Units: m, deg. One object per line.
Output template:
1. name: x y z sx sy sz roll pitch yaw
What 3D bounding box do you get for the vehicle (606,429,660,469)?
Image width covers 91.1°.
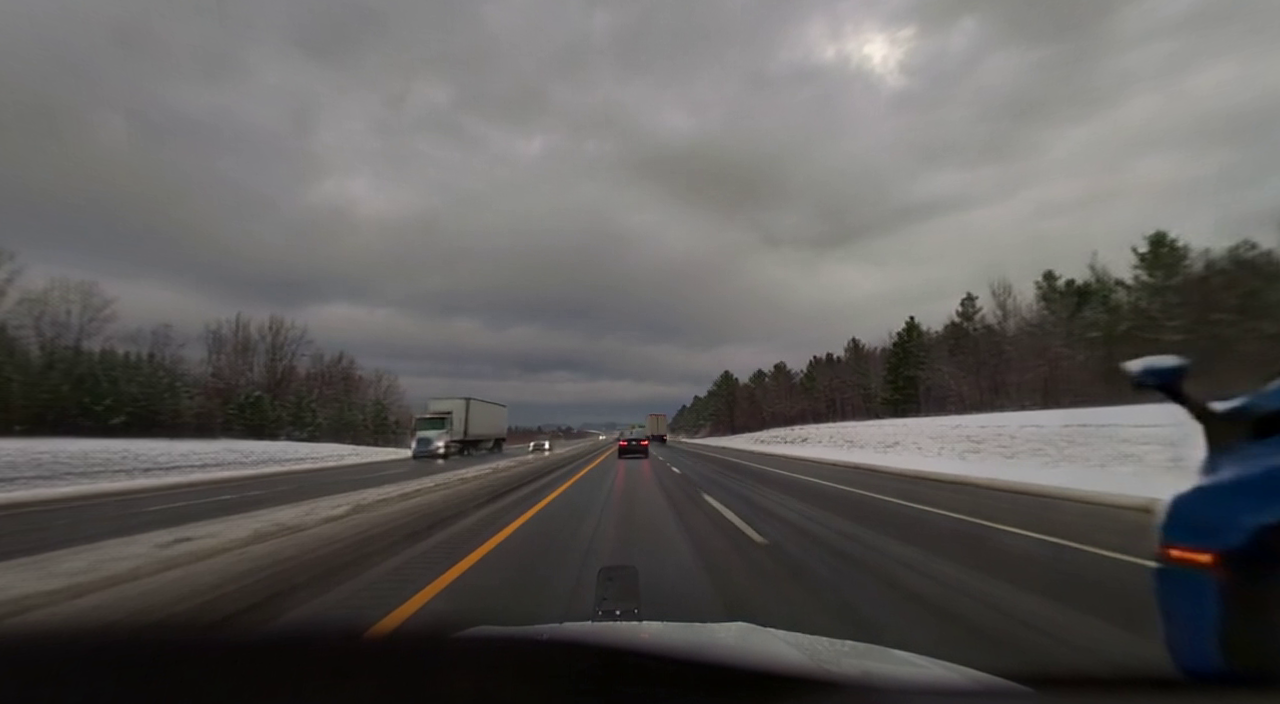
1. vehicle: -0.306 4.275 27.983 2.216 1.623 4.220 0 -8 -1

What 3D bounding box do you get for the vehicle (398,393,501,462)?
1. vehicle: -12.268 5.131 41.912 3.270 3.993 10.585 0 -8 1
